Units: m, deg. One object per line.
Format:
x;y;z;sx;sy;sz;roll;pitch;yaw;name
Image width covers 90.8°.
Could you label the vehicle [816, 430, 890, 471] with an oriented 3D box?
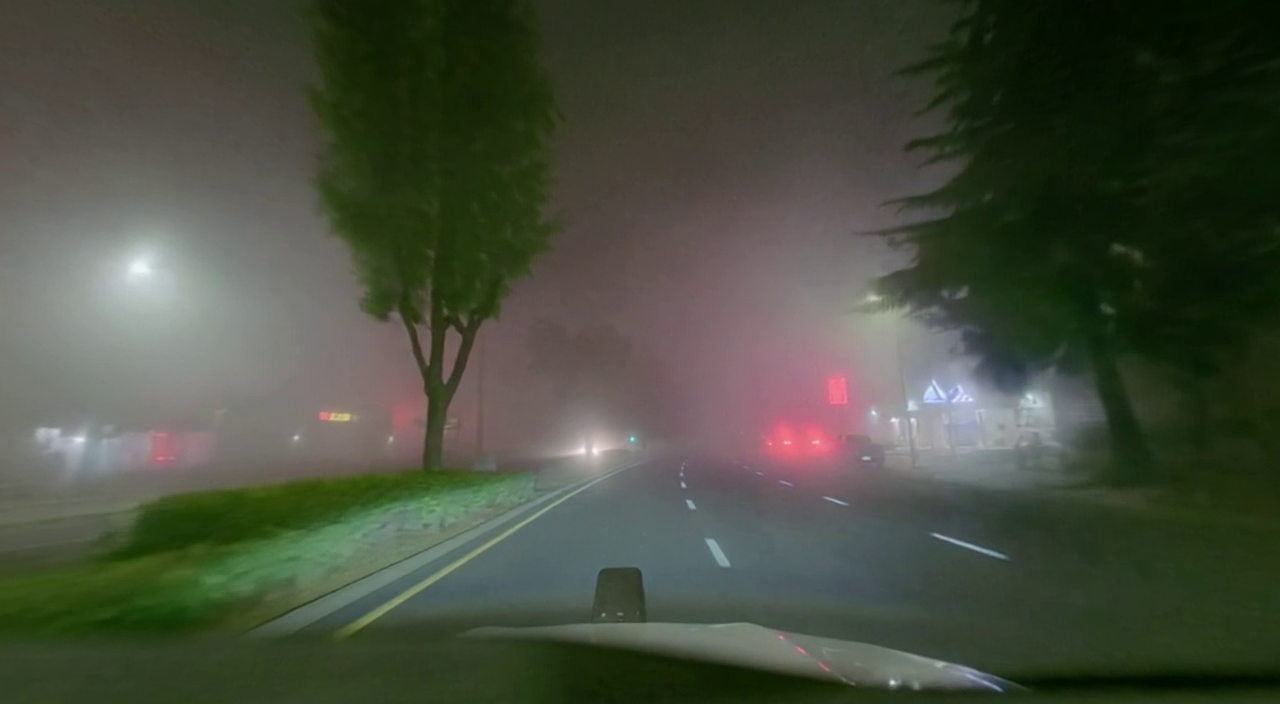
10.982;5.154;33.114;2.200;1.944;5.935;-1;-8;4;vehicle
